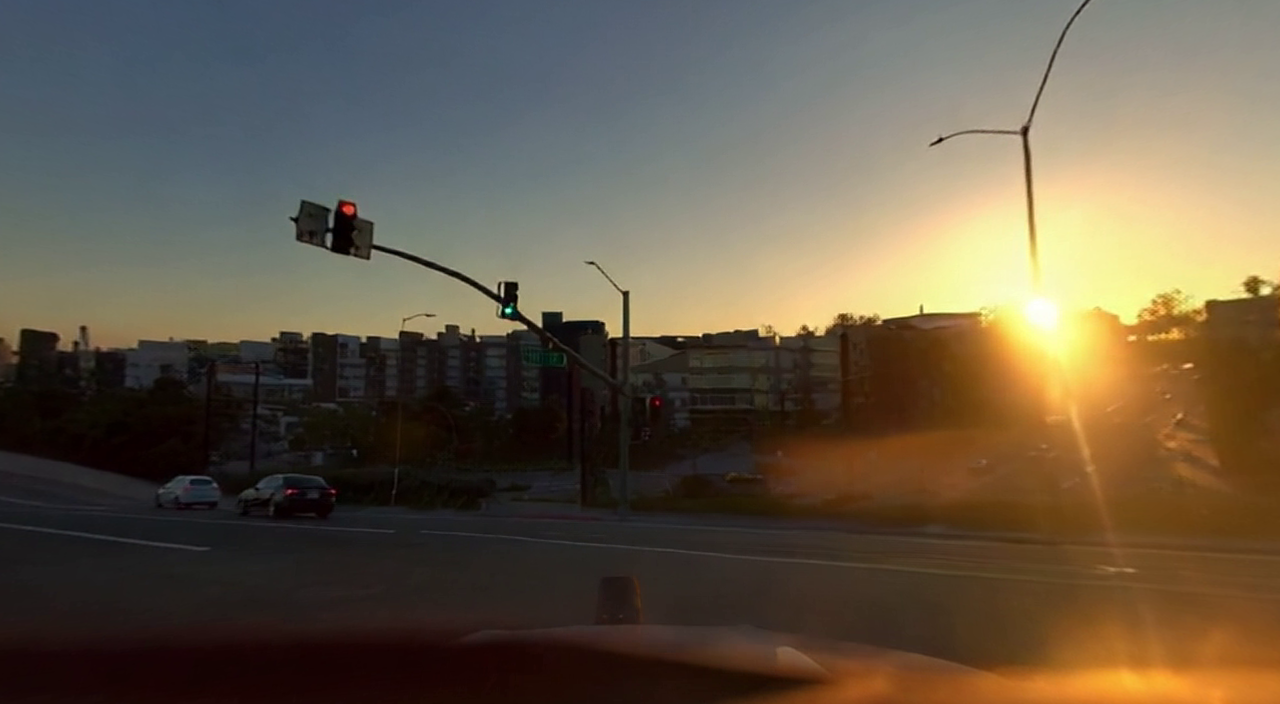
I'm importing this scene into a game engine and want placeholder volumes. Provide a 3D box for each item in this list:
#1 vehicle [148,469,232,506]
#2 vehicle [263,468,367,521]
[{"bbox_3d":[-22.777,6.811,31.954,3.852,1.605,2.007,-6,-10,32],"label":"vehicle"},{"bbox_3d":[-11.392,4.891,22.045,2.048,1.516,3.874,8,-12,-44],"label":"vehicle"}]
